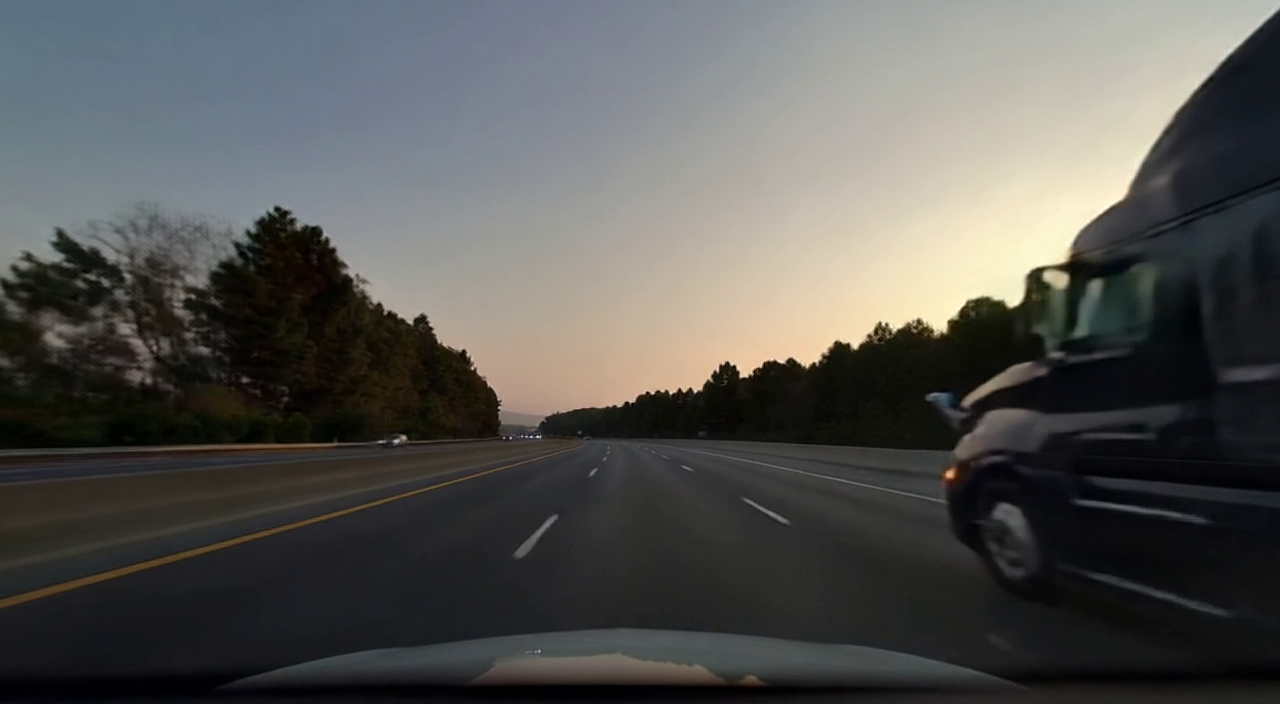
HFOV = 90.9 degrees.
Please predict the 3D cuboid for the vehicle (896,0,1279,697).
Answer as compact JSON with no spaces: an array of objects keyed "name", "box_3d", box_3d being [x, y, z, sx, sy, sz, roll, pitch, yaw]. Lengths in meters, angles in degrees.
[{"name":"vehicle","box_3d":[4.798,-0.270,2.687,2.985,3.892,9.938,0,-8,-1]}]
